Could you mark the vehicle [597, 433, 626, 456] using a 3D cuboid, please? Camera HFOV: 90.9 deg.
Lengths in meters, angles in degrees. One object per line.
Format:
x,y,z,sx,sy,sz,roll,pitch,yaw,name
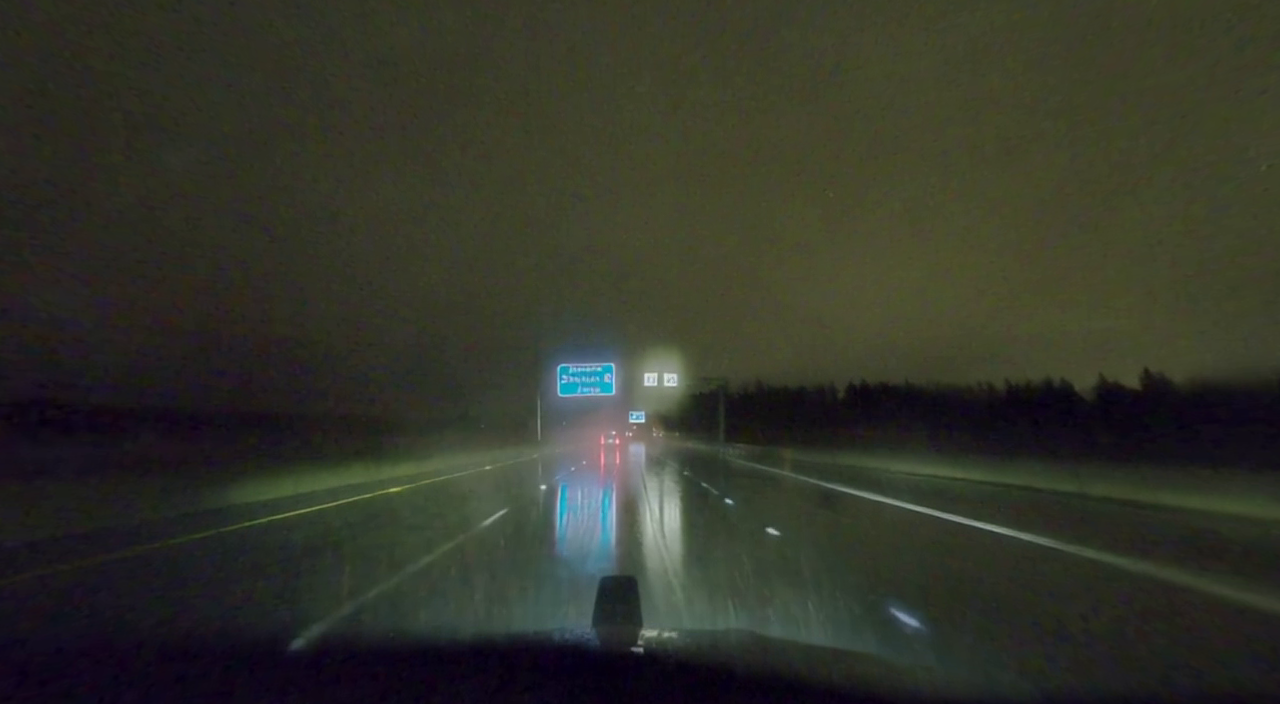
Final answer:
-2.040,6.683,45.660,1.993,1.519,4.046,0,-8,-2,vehicle
